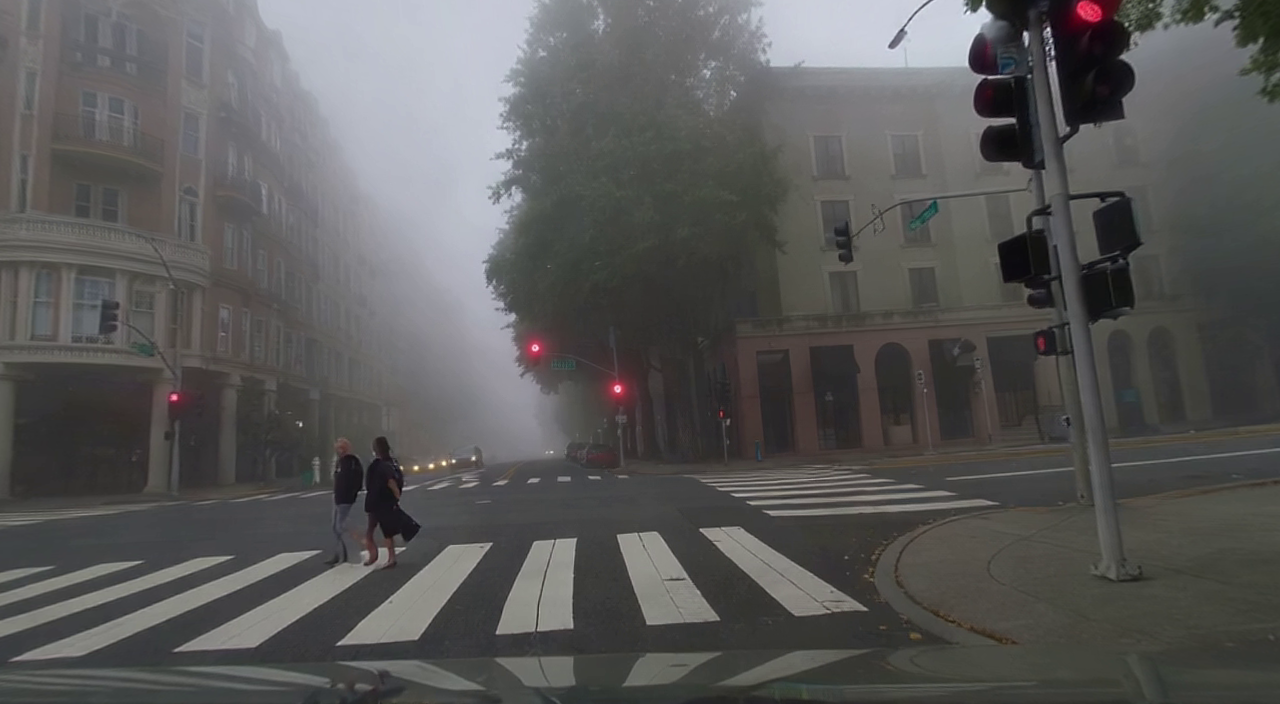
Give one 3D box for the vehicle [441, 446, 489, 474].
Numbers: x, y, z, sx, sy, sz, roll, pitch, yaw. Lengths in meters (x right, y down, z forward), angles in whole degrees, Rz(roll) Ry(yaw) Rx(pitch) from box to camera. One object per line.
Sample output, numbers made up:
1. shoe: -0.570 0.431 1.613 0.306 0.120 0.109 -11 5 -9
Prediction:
1. vehicle: -10.470 6.460 38.078 2.196 1.503 4.371 1 -8 -8
